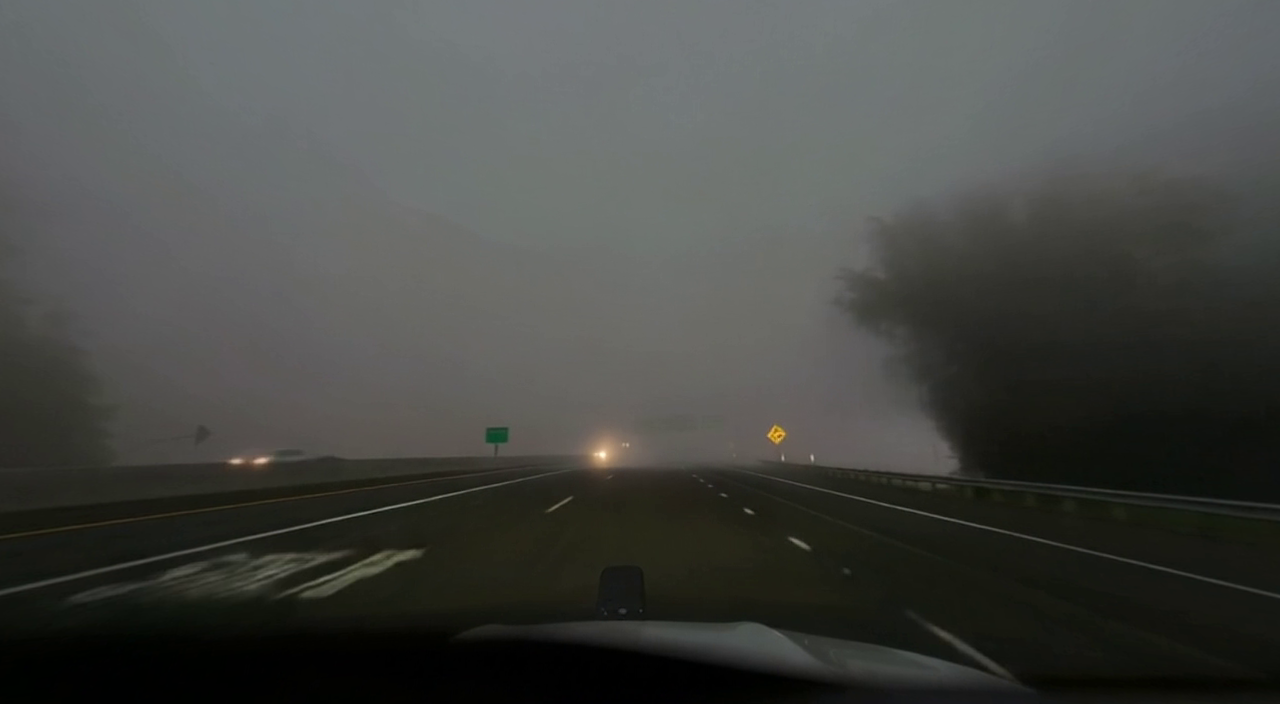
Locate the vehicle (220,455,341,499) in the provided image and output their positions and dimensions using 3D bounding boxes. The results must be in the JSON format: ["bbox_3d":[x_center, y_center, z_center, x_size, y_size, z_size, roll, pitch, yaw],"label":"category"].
[{"bbox_3d":[-13.782,4.786,24.533,1.930,1.530,4.519,0,-9,2],"label":"vehicle"}]
